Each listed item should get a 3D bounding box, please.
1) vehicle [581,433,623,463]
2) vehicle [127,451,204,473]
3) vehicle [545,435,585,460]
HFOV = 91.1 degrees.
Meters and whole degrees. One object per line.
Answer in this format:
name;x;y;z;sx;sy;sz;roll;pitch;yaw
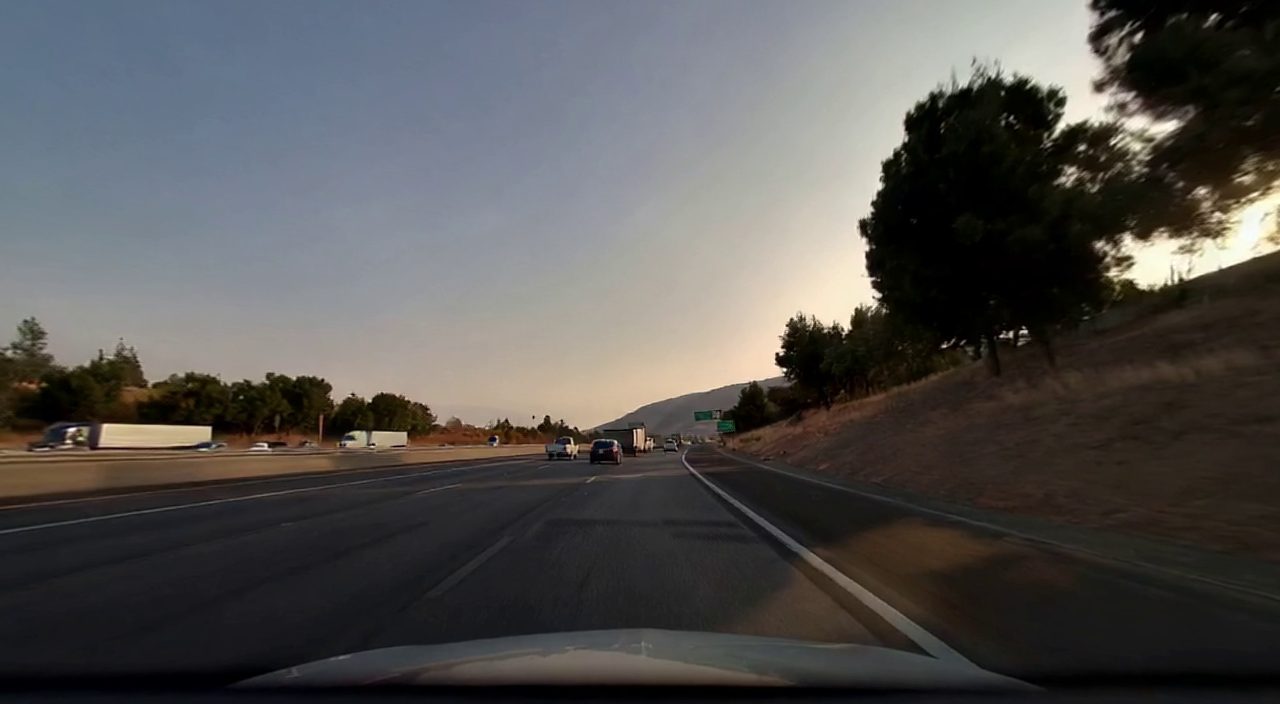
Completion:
vehicle;-2.308;5.972;39.174;2.194;1.766;3.720;0;-8;3
vehicle;-37.036;8.583;49.152;1.802;1.516;5.182;0;-9;3
vehicle;-5.573;7.182;47.196;2.078;1.729;4.722;0;-9;4
